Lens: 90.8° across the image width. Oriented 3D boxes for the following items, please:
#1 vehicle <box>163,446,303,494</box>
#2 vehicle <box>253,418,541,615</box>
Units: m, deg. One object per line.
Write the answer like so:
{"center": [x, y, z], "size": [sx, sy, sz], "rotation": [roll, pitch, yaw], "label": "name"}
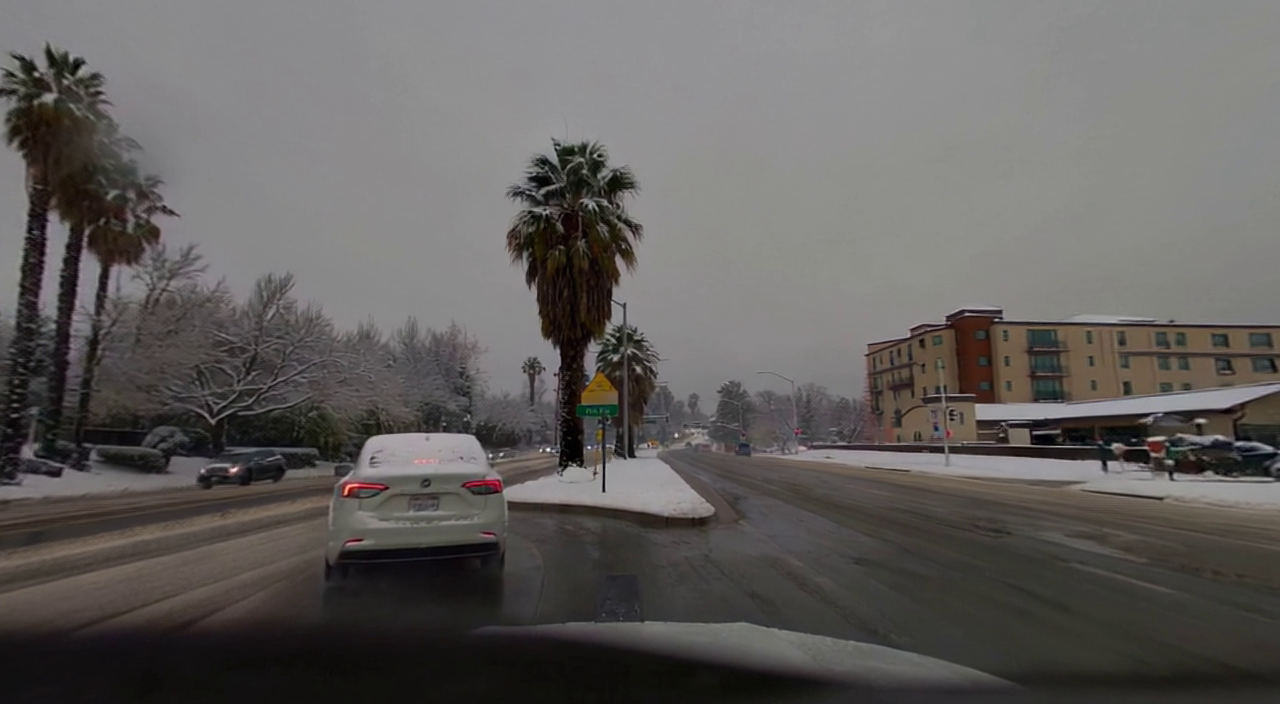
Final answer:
{"center": [-13.876, 4.001, 21.964], "size": [2.099, 1.464, 4.615], "rotation": [1, -8, -5], "label": "vehicle"}
{"center": [-3.023, 1.590, 7.194], "size": [1.986, 1.473, 4.382], "rotation": [6, -10, -34], "label": "vehicle"}
